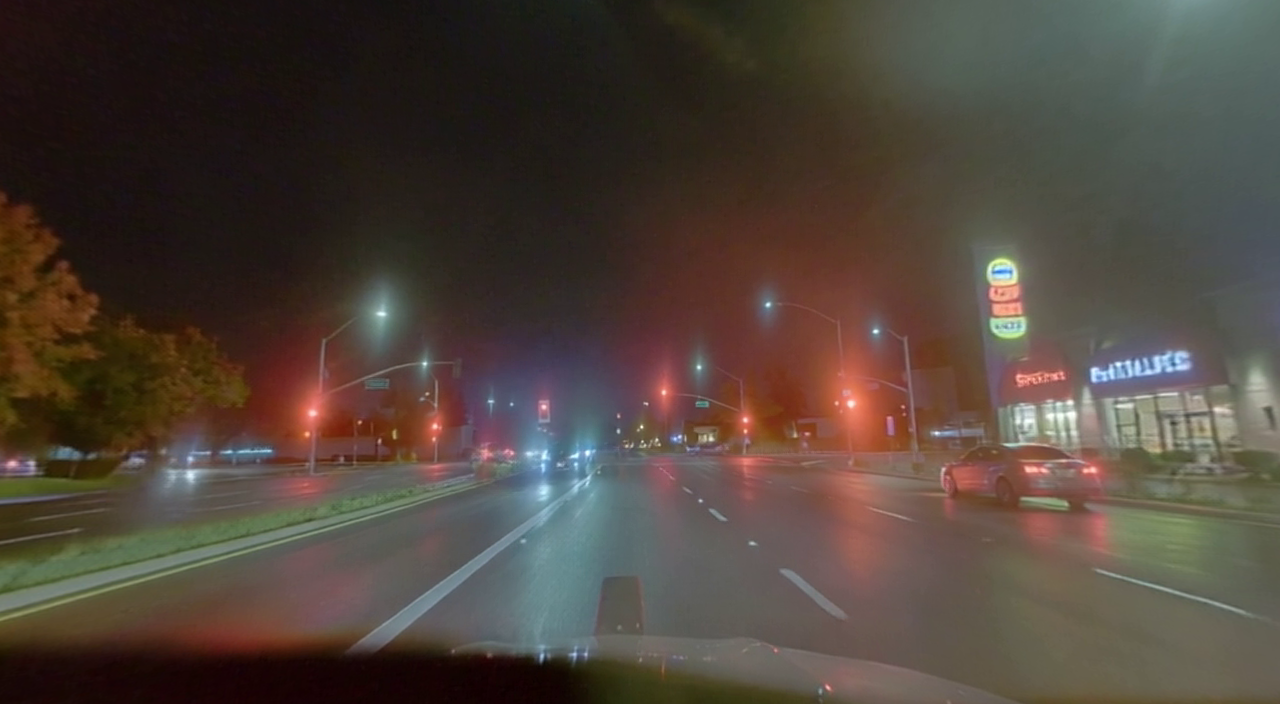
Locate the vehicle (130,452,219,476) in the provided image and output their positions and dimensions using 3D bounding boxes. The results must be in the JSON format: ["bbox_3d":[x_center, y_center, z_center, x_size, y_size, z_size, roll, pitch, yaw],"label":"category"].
[{"bbox_3d":[-32.050,7.677,43.514,5.228,1.539,2.009,-3,-9,16],"label":"vehicle"}]

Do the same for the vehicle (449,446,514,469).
[{"bbox_3d":[-10.620,7.074,42.623,1.873,1.485,4.382,-4,-9,24],"label":"vehicle"}]

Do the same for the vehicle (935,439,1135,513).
[{"bbox_3d":[8.959,2.820,14.883,1.936,1.460,4.258,0,-8,0],"label":"vehicle"}]

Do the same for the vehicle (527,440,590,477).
[{"bbox_3d":[-3.507,4.711,28.128,2.121,1.481,4.708,0,-8,1],"label":"vehicle"}]
